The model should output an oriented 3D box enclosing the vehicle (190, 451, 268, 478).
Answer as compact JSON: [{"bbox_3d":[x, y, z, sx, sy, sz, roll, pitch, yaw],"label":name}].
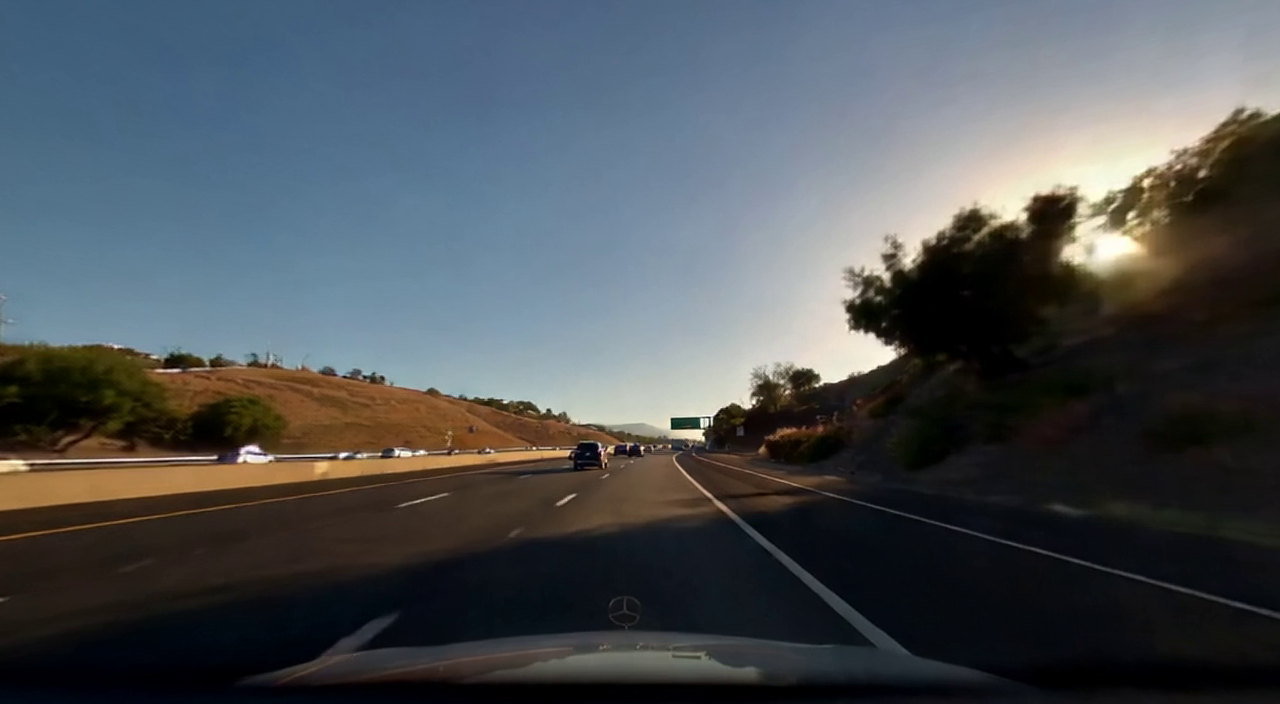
[{"bbox_3d":[-27.275,7.453,41.831,2.016,1.671,4.537,0,-8,2],"label":"vehicle"}]

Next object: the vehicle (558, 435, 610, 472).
[{"bbox_3d":[-3.086,5.769,35.862,2.413,1.896,5.218,0,-8,1],"label":"vehicle"}]
